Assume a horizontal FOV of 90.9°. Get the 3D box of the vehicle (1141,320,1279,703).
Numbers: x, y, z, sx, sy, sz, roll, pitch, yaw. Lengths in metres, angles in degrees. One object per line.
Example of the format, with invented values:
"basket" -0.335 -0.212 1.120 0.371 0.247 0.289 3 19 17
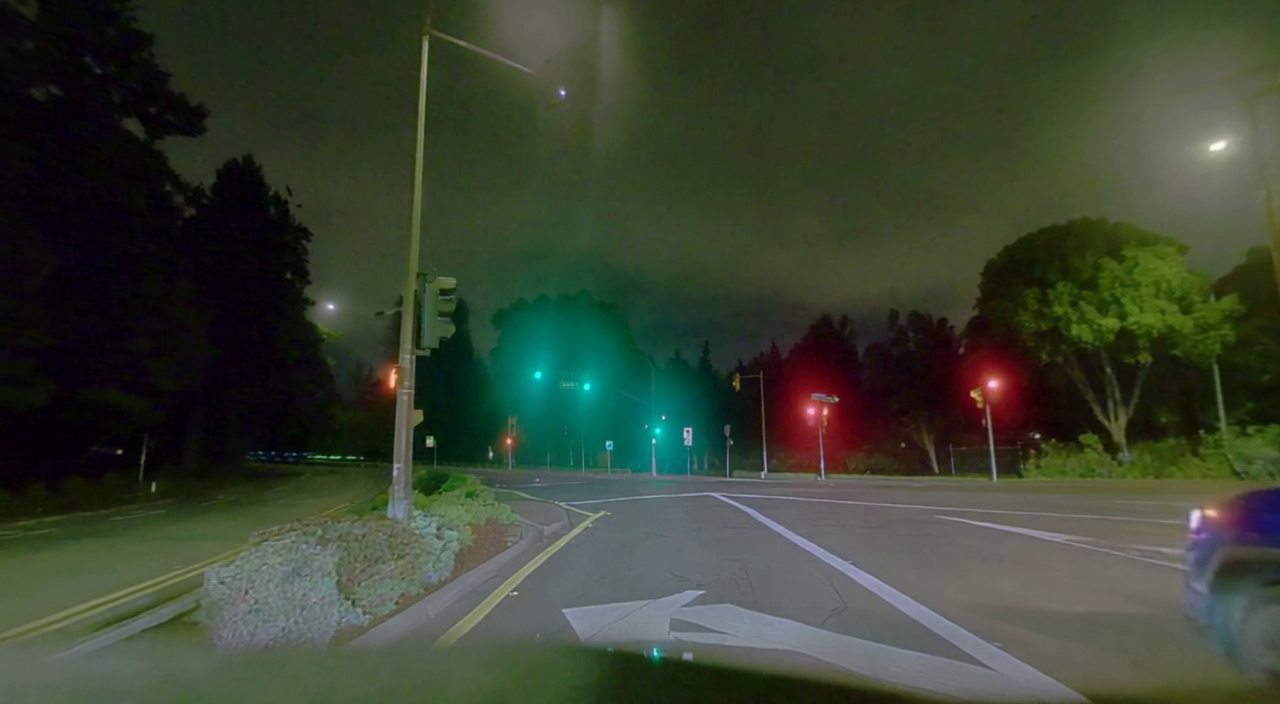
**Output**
"vehicle" 3.773 0.507 0.780 2.284 1.788 4.871 -1 -8 0
